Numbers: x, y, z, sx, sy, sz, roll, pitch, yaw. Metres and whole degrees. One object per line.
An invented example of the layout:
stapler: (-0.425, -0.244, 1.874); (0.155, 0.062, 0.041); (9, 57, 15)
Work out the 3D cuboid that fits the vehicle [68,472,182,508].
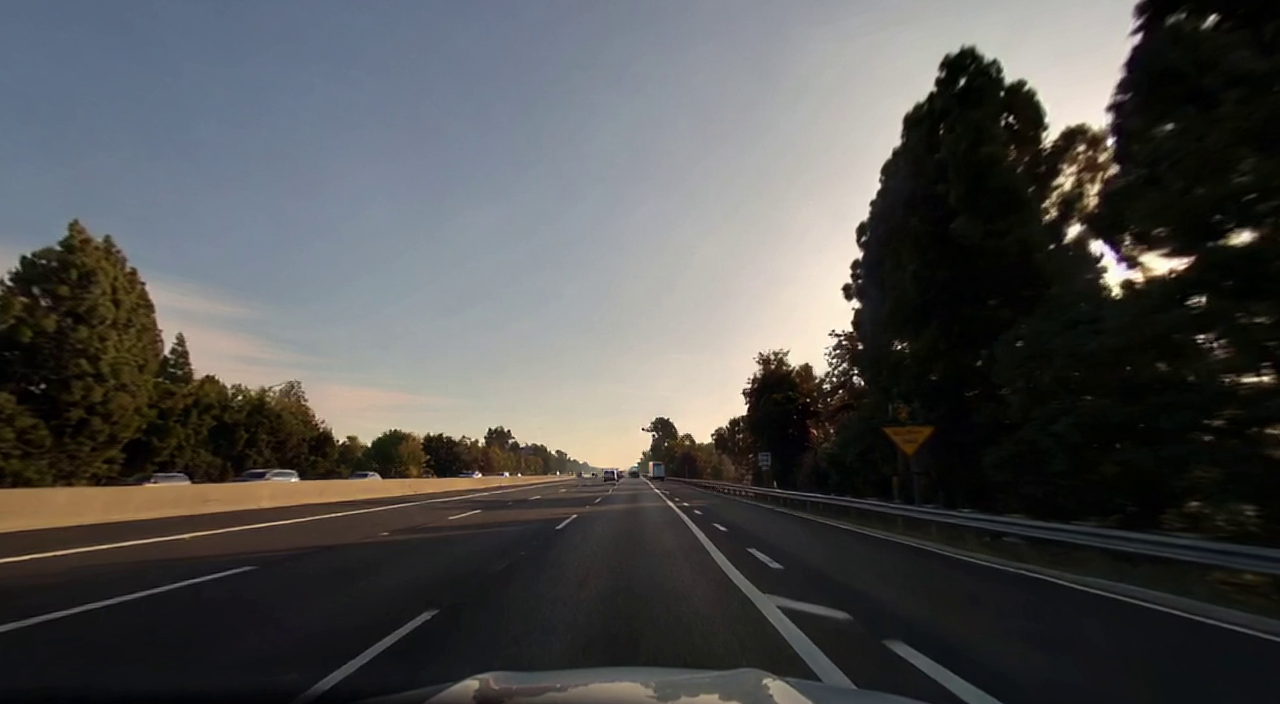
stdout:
vehicle: (-23.232, 6.216, 28.661); (1.756, 1.430, 4.048); (1, -11, -1)
